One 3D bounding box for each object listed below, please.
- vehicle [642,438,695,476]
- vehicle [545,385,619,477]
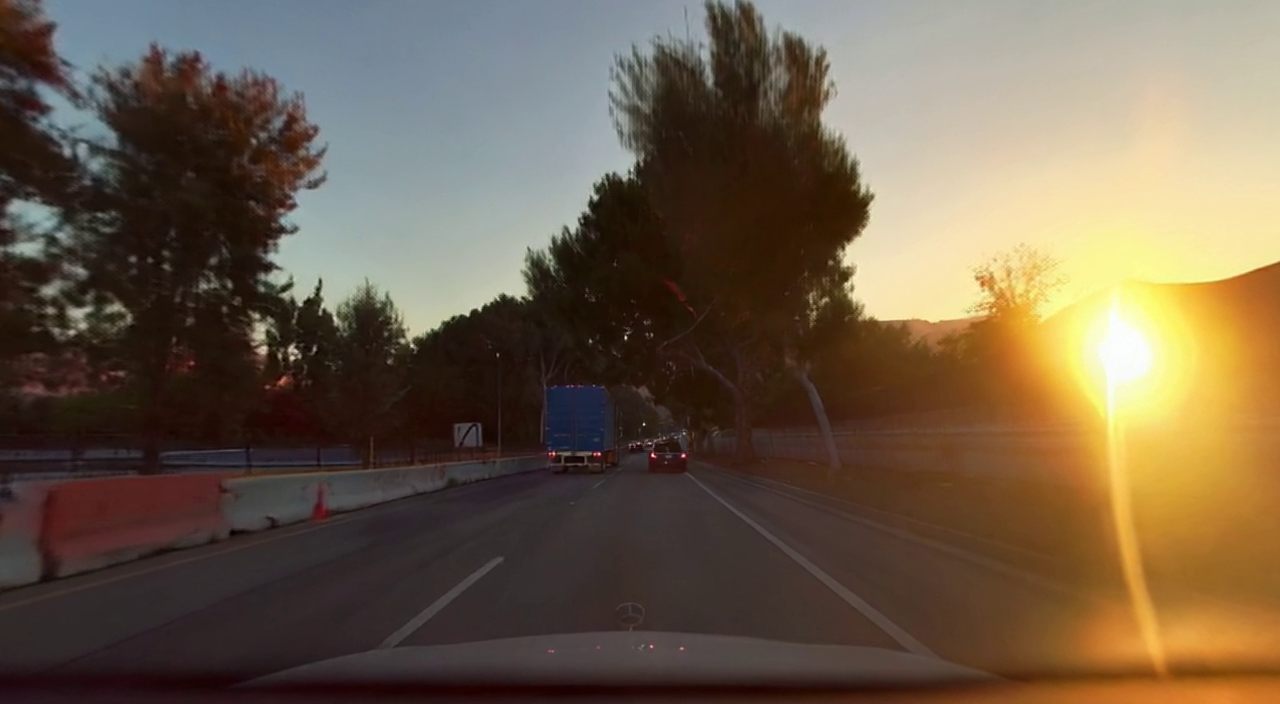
[{"bbox_3d":[1.252,4.974,30.127,2.304,1.675,4.462,0,-8,0],"label":"vehicle"},{"bbox_3d":[-2.846,4.673,36.251,2.906,4.115,15.715,0,-8,0],"label":"vehicle"}]
